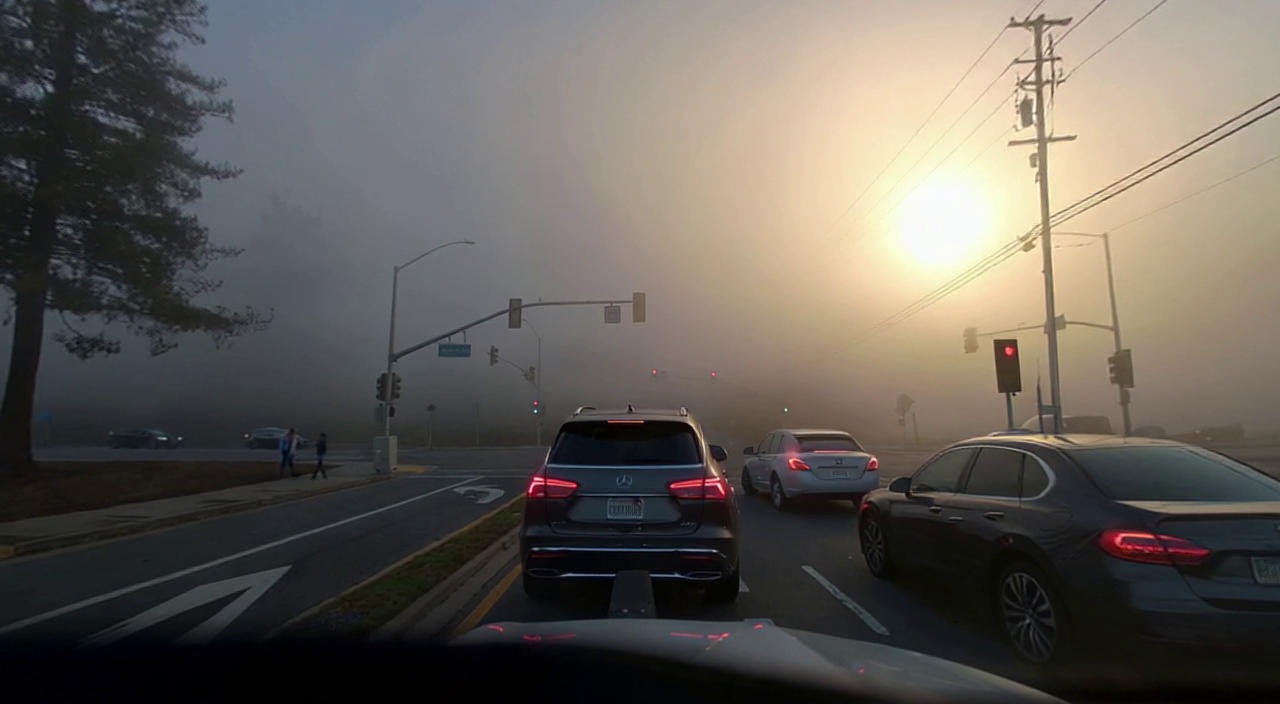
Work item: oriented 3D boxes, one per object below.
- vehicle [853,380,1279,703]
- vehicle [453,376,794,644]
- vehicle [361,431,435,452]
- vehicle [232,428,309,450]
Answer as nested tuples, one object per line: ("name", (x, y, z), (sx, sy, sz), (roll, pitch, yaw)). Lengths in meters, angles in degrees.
("vehicle", (3.552, 1.300, 5.457), (1.948, 1.677, 4.437), (0, -8, 1))
("vehicle", (-0.157, 1.376, 6.529), (2.271, 1.786, 4.443), (0, -8, -1))
("vehicle", (-17.762, 6.561, 46.360), (4.607, 1.478, 1.995), (0, -8, 0))
("vehicle", (-27.603, 6.524, 47.215), (4.587, 1.639, 1.878), (0, -8, 0))
